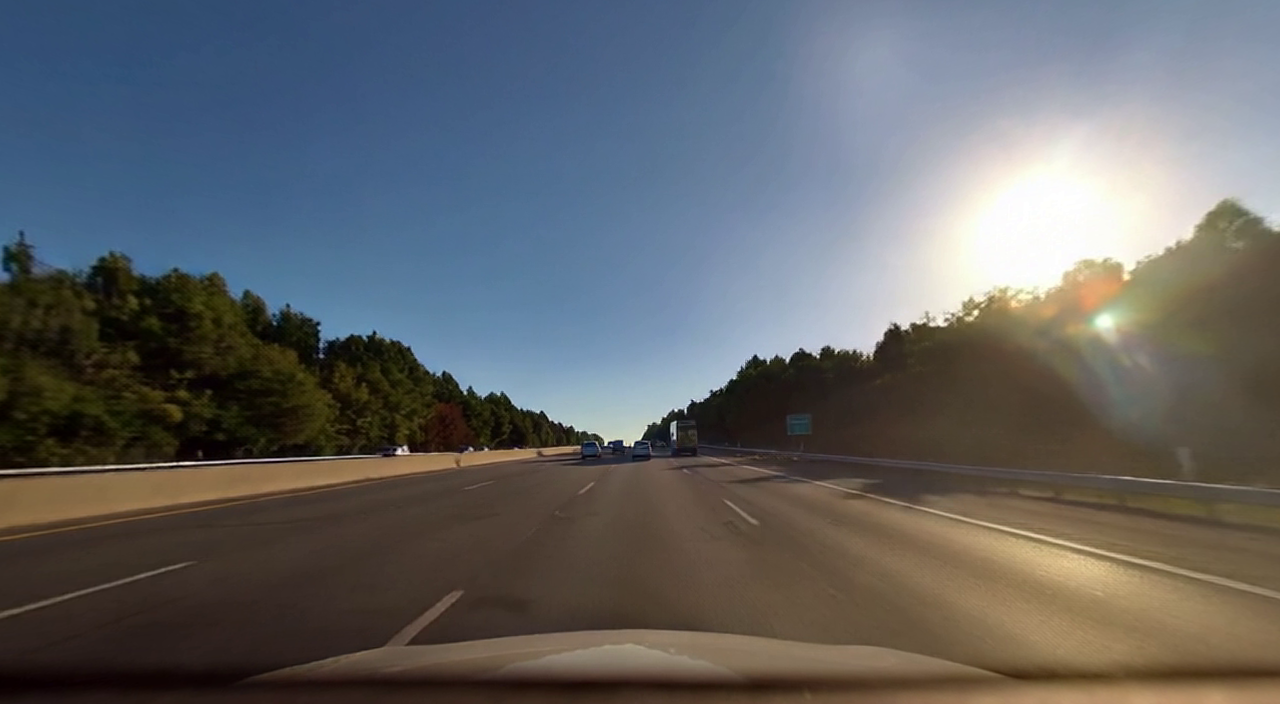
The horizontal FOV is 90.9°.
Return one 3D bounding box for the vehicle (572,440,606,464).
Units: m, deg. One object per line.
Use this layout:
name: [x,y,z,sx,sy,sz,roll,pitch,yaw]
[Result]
vehicle: [-3.464,6.897,43.634,2.025,1.571,3.662,0,-9,1]
